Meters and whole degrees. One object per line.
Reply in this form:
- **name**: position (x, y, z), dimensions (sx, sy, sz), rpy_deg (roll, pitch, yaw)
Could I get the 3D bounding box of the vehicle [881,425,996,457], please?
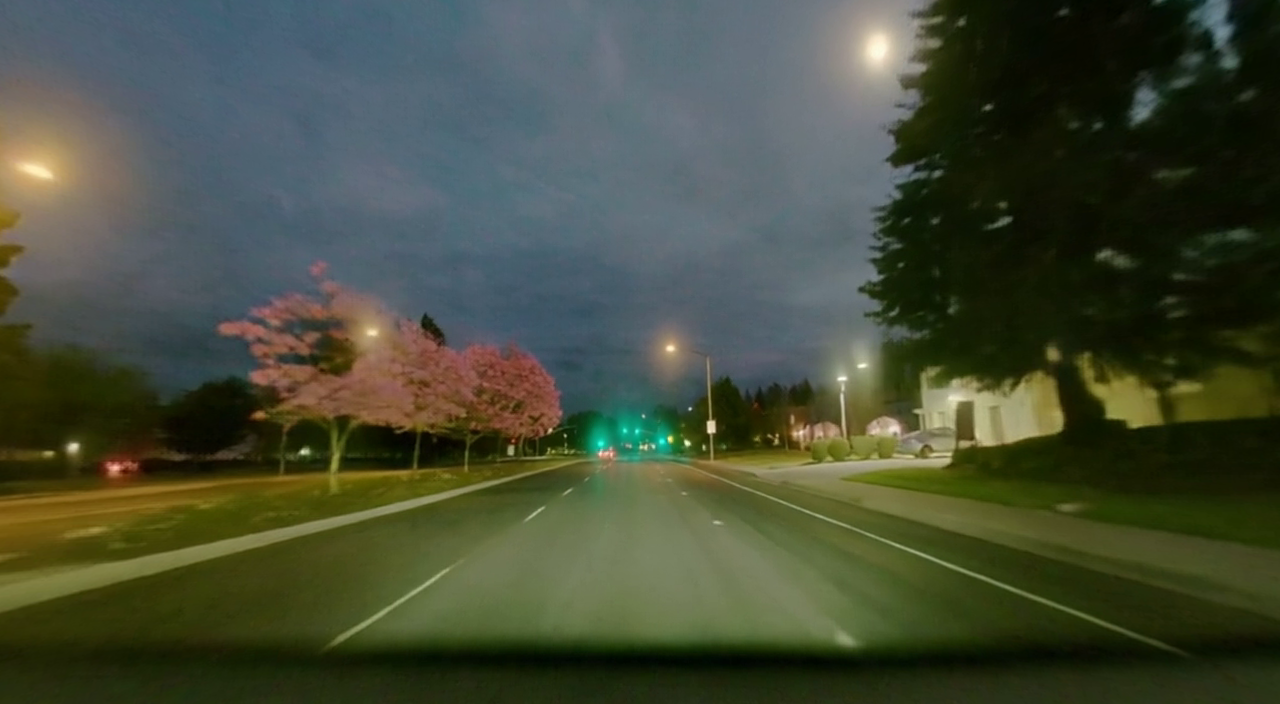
- **vehicle**: position (15.170, 4.558, 32.358), dimensions (4.877, 1.592, 1.913), rpy_deg (0, -8, 2)
